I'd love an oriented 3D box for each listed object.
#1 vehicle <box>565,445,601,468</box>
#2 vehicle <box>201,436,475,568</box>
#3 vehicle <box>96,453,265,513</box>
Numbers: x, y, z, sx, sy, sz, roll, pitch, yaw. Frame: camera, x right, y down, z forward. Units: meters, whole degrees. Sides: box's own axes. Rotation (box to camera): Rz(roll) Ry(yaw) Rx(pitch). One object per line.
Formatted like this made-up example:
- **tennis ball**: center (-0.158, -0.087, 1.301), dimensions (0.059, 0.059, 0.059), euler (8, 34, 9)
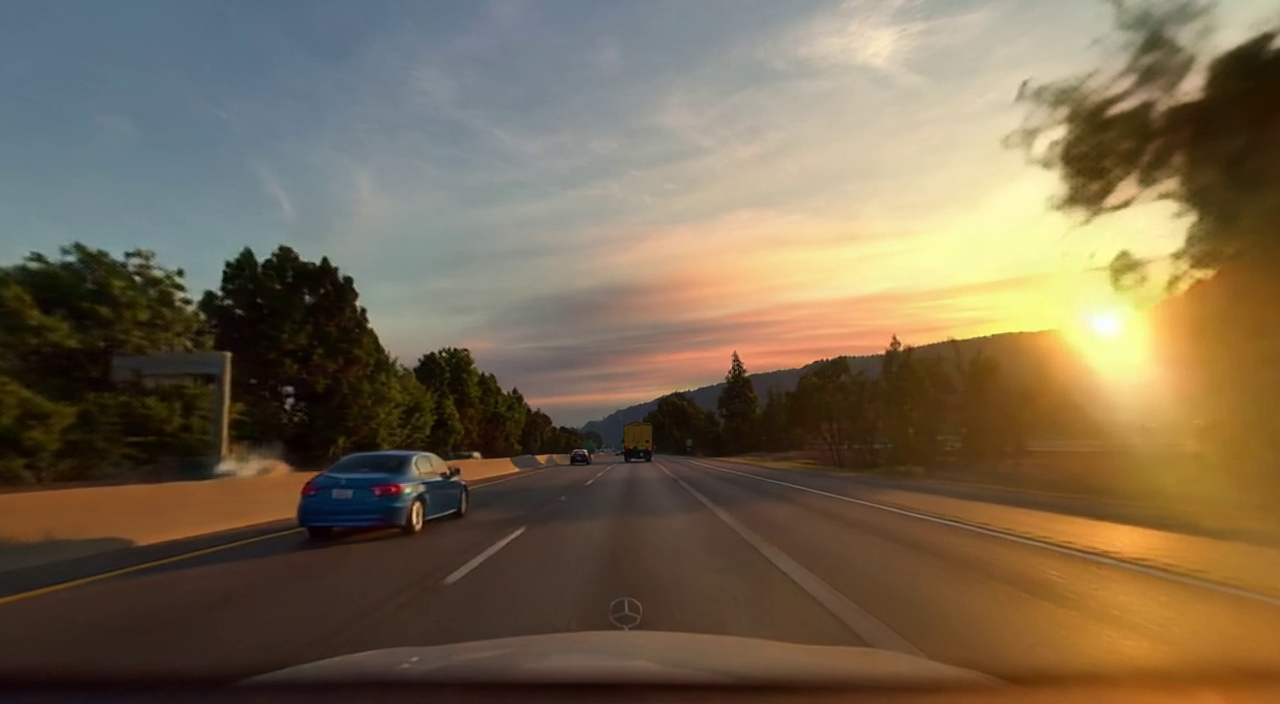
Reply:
- **vehicle**: center (-4.334, 7.971, 48.267), dimensions (2.311, 1.655, 4.382), euler (0, -9, 0)
- **vehicle**: center (-4.069, 2.071, 9.552), dimensions (1.916, 1.506, 4.476), euler (0, -9, 0)
- **vehicle**: center (-13.688, 3.872, 19.163), dimensions (2.001, 1.574, 4.157), euler (0, -9, 0)
